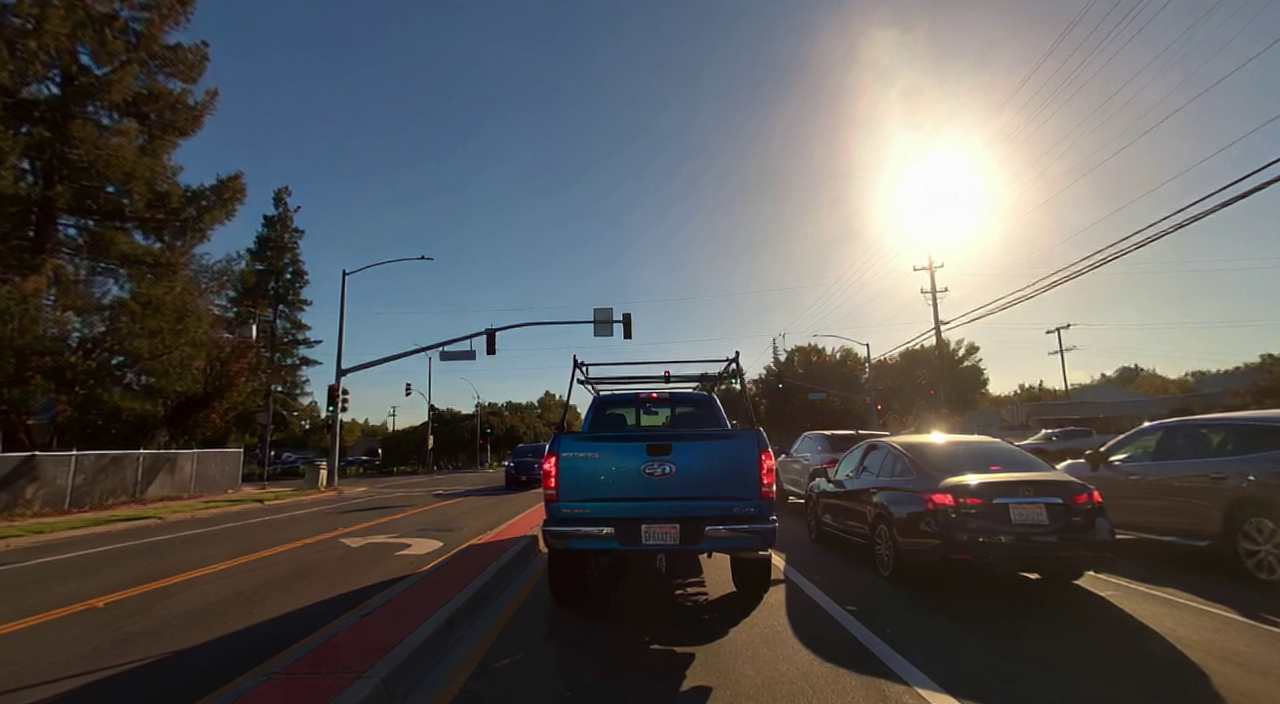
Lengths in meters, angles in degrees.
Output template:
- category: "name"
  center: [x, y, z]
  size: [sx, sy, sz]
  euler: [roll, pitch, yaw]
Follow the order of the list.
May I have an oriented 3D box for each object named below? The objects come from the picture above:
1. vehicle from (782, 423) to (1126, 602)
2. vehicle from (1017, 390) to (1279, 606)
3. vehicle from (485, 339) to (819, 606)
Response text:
- category: "vehicle"
  center: [3.125, 1.660, 7.429]
  size: [1.993, 1.495, 4.060]
  euler: [0, -8, 1]
- category: "vehicle"
  center: [6.170, 1.372, 6.397]
  size: [1.982, 1.727, 4.352]
  euler: [0, -8, 1]
- category: "vehicle"
  center: [0.136, 1.470, 8.553]
  size: [2.831, 2.284, 6.149]
  euler: [0, -8, 1]
